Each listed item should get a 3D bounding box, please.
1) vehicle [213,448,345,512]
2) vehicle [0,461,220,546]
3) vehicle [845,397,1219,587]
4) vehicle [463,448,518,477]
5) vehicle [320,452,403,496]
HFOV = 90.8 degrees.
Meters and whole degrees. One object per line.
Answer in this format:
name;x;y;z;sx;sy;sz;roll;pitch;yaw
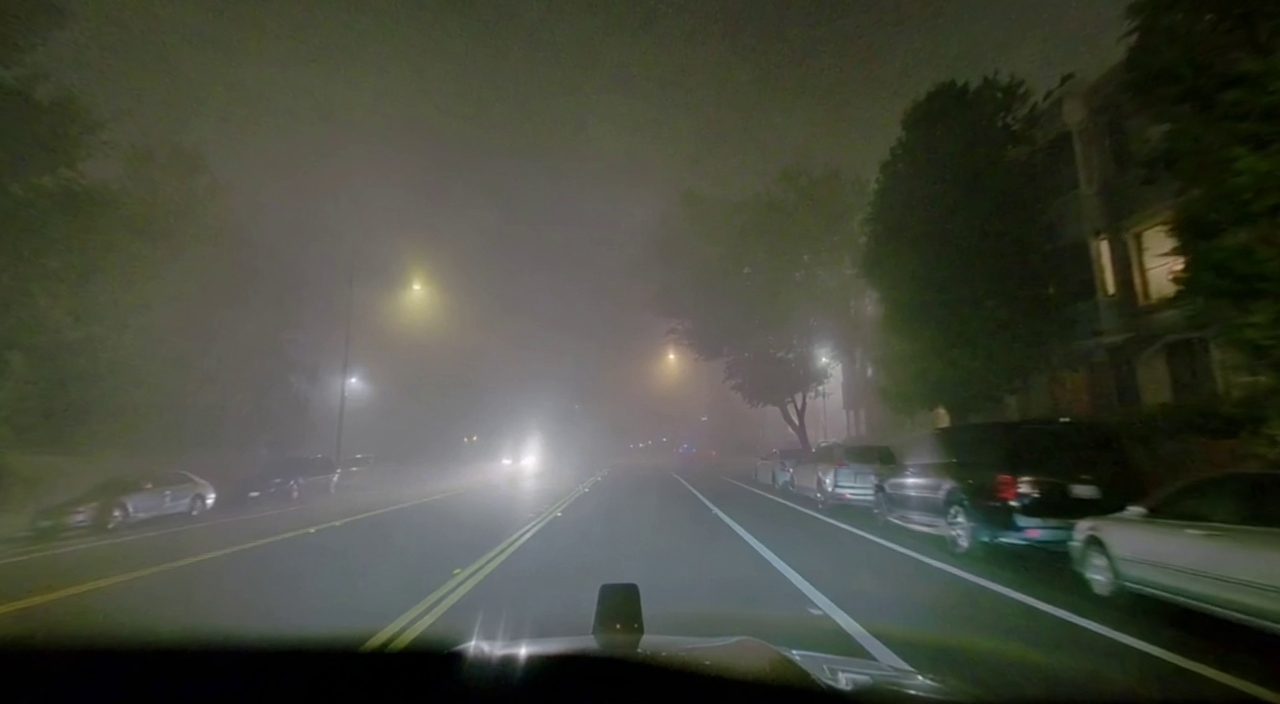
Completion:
vehicle;-12.542;4.418;22.398;2.036;1.819;4.626;-3;-7;0
vehicle;-12.345;3.461;15.049;1.821;1.459;4.295;-2;-7;-1
vehicle;4.640;1.733;8.680;2.068;1.852;4.796;0;-8;0
vehicle;-8.104;6.002;34.681;1.952;1.477;4.128;0;-8;1
vehicle;-12.478;5.461;28.657;1.920;1.629;4.599;-2;-8;-3
